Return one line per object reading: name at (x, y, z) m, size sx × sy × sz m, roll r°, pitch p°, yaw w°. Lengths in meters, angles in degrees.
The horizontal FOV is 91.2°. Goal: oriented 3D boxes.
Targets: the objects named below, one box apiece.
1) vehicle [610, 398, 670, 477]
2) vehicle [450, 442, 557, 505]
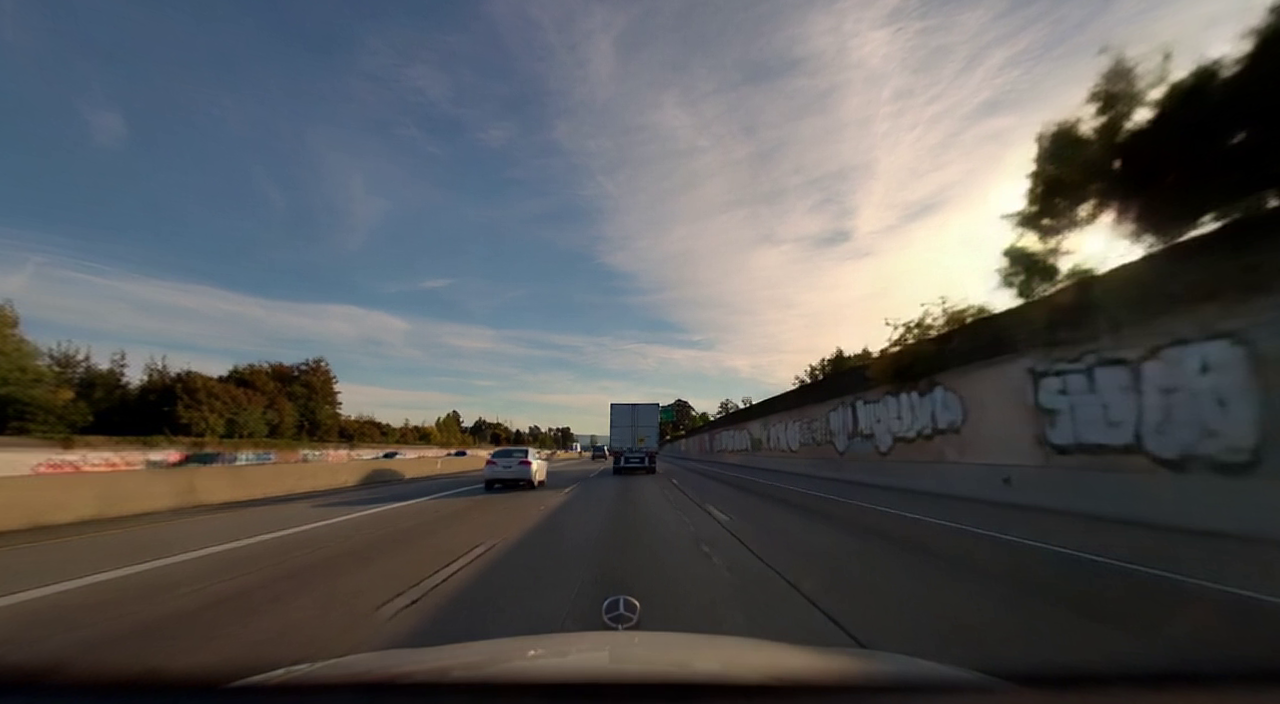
vehicle at (-0.108, 5.212, 37.506) m, size 3.042 × 4.023 × 10.832 m, roll 0°, pitch -9°, yaw -1°
vehicle at (-3.718, 3.395, 17.892) m, size 2.158 × 1.538 × 4.047 m, roll 0°, pitch -9°, yaw 0°
